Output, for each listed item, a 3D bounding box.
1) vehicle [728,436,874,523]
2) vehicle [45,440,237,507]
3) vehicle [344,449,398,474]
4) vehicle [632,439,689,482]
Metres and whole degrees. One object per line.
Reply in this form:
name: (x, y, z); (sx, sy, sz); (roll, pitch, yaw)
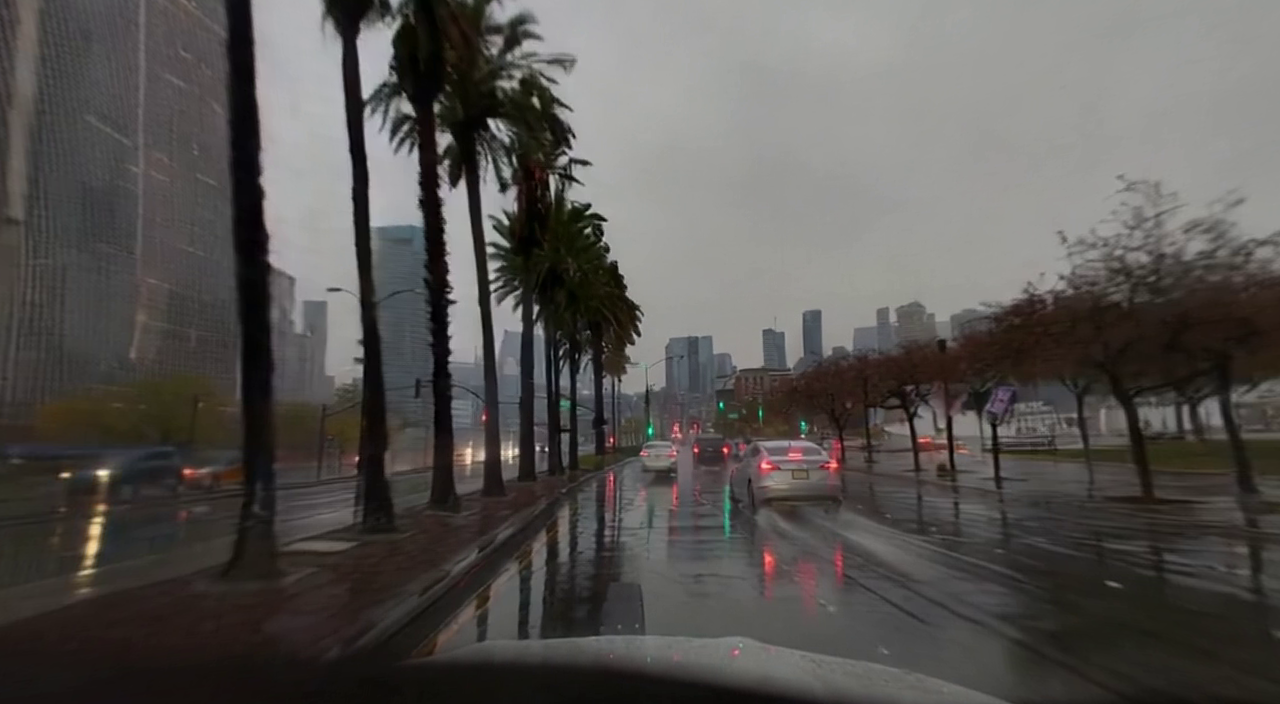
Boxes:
vehicle: (3.186, 2.625, 13.645); (2.051, 1.509, 4.933); (0, -9, 2)
vehicle: (-15.699, 3.802, 20.300); (2.048, 1.830, 5.136); (0, -9, -1)
vehicle: (-18.760, 7.621, 44.082); (1.850, 1.590, 4.201); (0, -9, 1)
vehicle: (0.884, 4.225, 24.693); (2.077, 1.518, 3.760); (-1, -9, 4)
